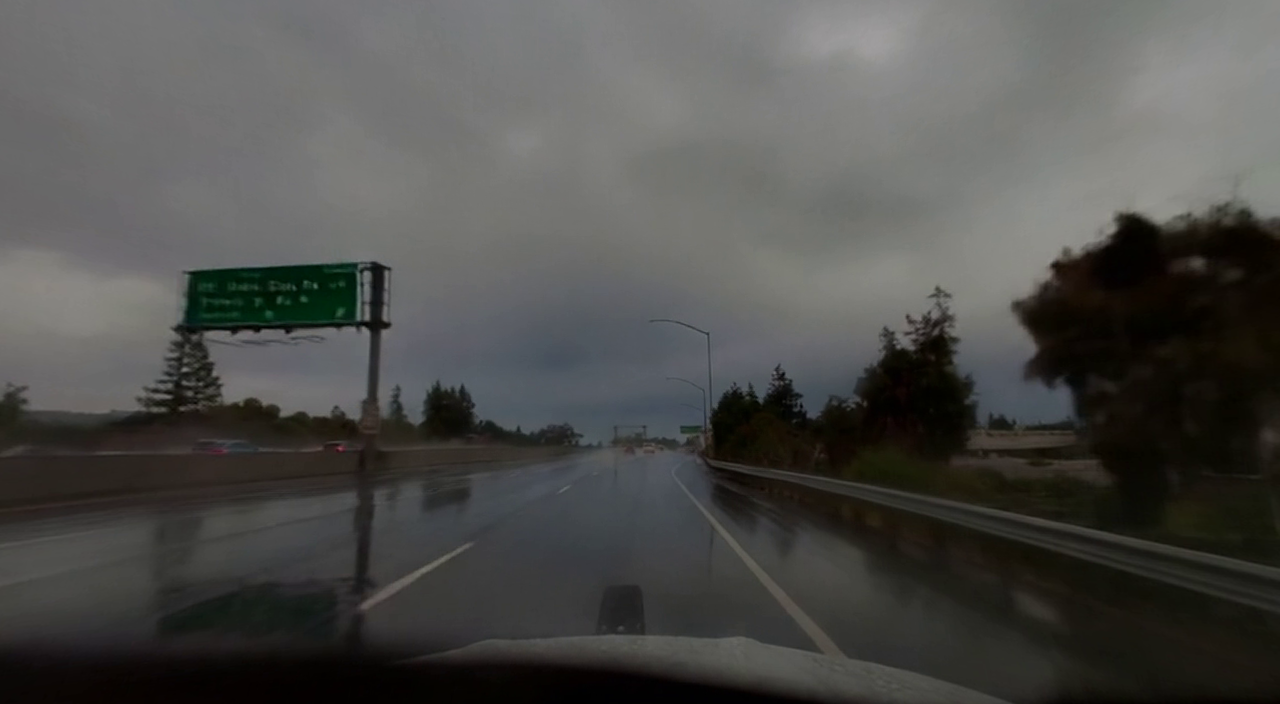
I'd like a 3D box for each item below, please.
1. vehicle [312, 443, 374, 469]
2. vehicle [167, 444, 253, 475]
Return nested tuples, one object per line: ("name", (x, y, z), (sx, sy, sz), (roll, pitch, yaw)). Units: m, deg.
("vehicle", (-18.753, 6.594, 40.126), (2.271, 1.537, 4.029), (1, -9, -6))
("vehicle", (-22.971, 5.714, 33.964), (1.829, 1.520, 4.505), (1, -9, -6))
